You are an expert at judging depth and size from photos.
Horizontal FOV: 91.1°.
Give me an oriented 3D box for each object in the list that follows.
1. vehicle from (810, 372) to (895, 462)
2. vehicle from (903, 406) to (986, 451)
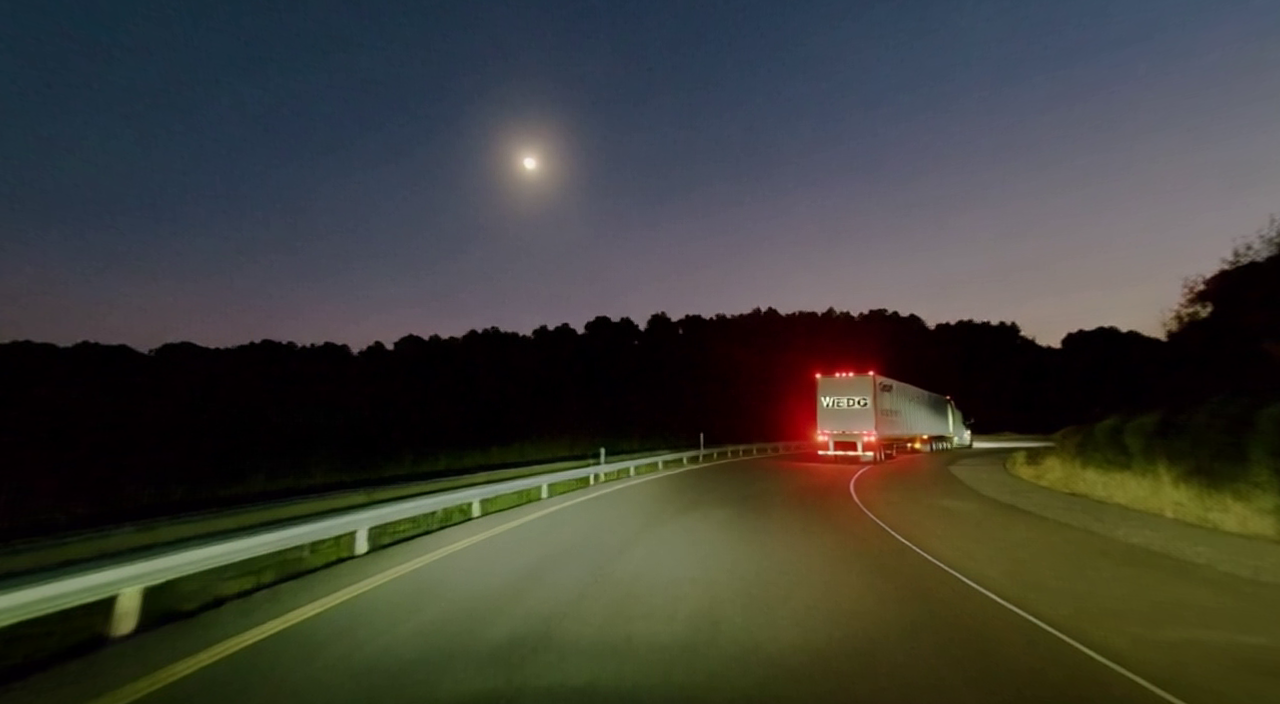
[{"bbox_3d":[9.635,2.995,28.398,2.963,3.771,3.137,-4,-9,29],"label":"vehicle"},{"bbox_3d":[18.665,4.710,38.344,6.650,2.524,2.120,7,-11,-43],"label":"vehicle"}]
